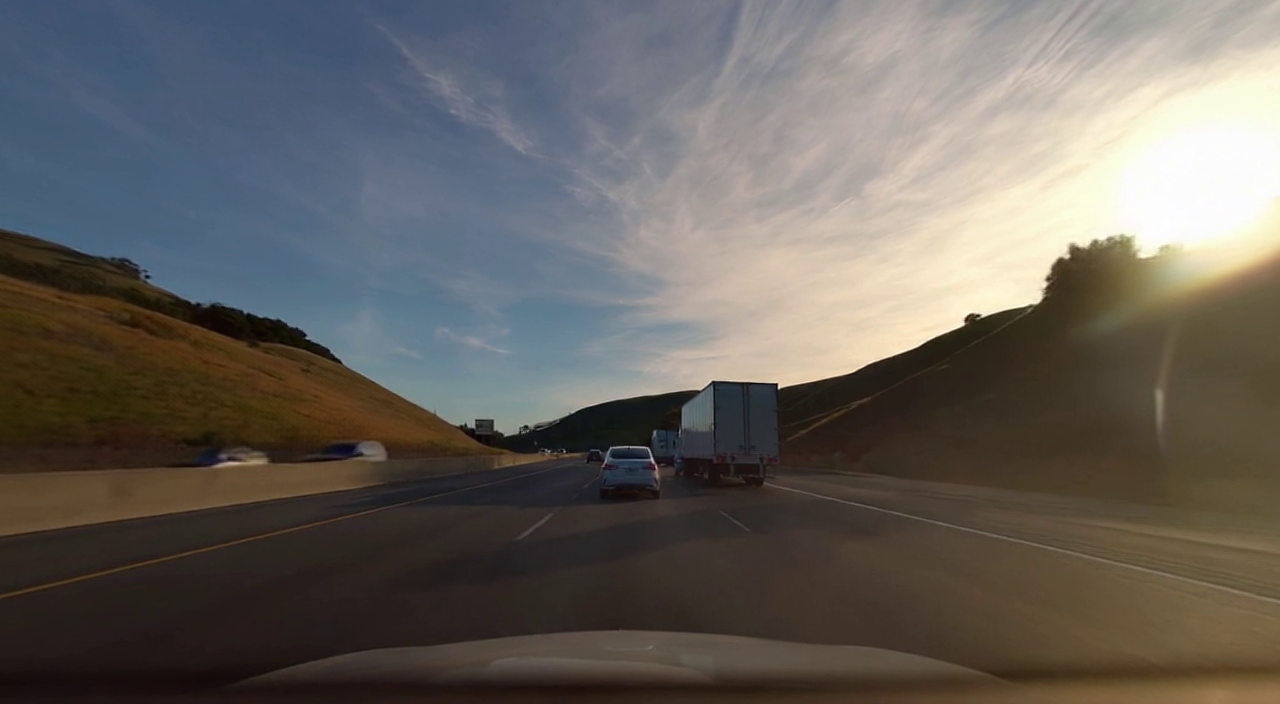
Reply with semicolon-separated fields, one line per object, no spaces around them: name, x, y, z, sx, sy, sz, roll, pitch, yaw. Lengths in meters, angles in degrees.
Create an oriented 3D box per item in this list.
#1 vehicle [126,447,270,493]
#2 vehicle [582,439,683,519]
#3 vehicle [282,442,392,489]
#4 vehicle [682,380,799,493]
vehicle;-15.745;4.205;22.846;2.005;1.495;4.508;0;-9;-1
vehicle;-0.173;2.967;15.181;2.109;1.639;3.768;0;-9;-1
vehicle;-11.374;4.289;24.083;2.089;1.615;4.363;0;-9;-1
vehicle;4.052;4.097;29.640;2.812;4.024;14.098;0;-9;-1
